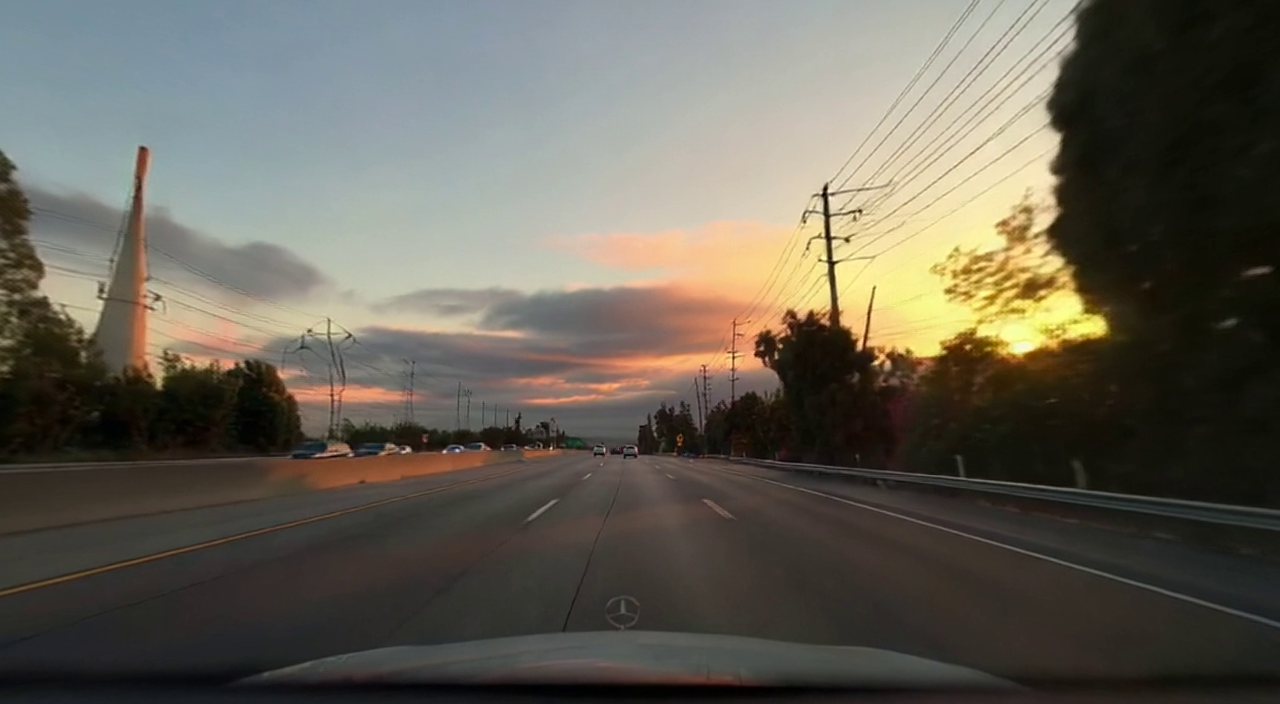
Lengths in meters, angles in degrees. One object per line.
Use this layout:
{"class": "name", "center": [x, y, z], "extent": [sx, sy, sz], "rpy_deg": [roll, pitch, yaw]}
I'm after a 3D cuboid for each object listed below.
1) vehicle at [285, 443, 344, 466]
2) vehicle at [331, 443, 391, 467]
{"class": "vehicle", "center": [-22.140, 6.959, 43.148], "extent": [1.826, 1.487, 4.146], "rpy_deg": [0, -8, -1]}
{"class": "vehicle", "center": [-18.490, 6.826, 42.093], "extent": [2.002, 1.487, 4.509], "rpy_deg": [0, -8, -1]}
